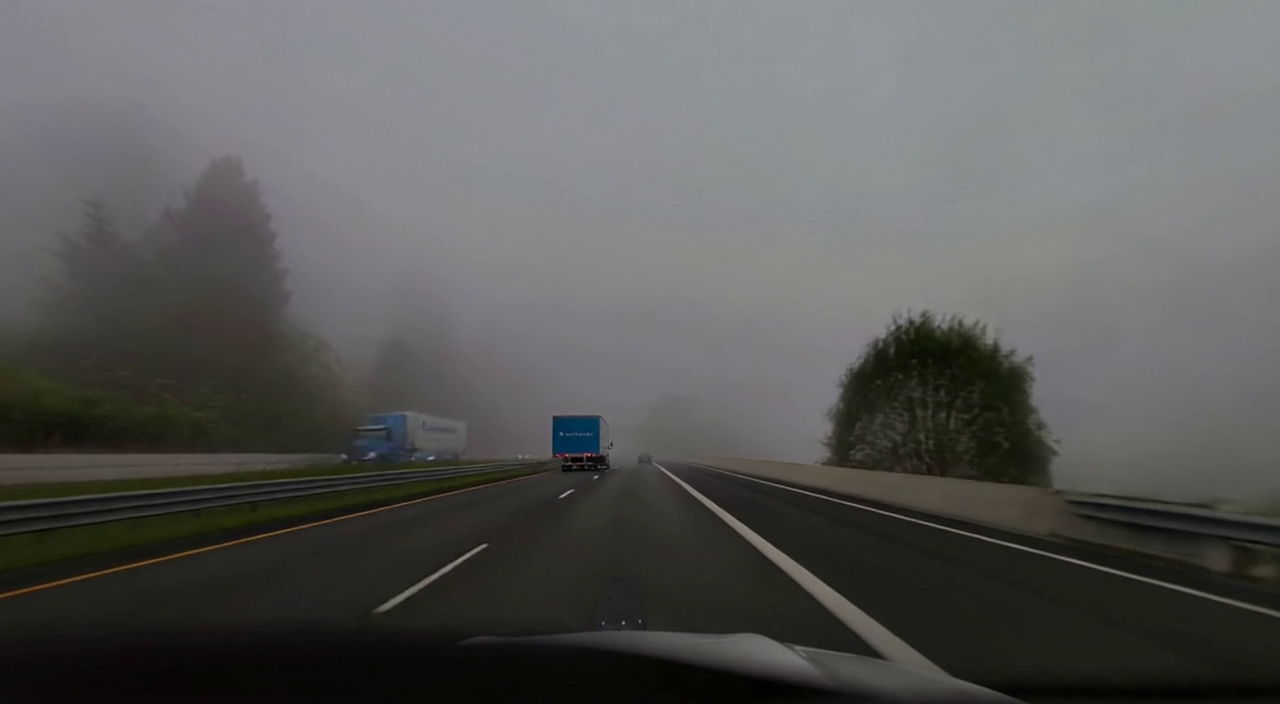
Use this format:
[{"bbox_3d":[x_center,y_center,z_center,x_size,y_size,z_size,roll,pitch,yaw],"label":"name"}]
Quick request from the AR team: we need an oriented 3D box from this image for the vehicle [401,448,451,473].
[{"bbox_3d":[-13.130,6.664,38.825,1.777,1.473,3.648,0,-9,1],"label":"vehicle"}]

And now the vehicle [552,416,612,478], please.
[{"bbox_3d":[-3.147,5.445,36.070,2.695,3.151,6.885,0,-9,0],"label":"vehicle"}]

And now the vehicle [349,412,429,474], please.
[{"bbox_3d":[-17.255,6.320,43.743,3.012,3.971,5.873,0,-9,0],"label":"vehicle"}]
